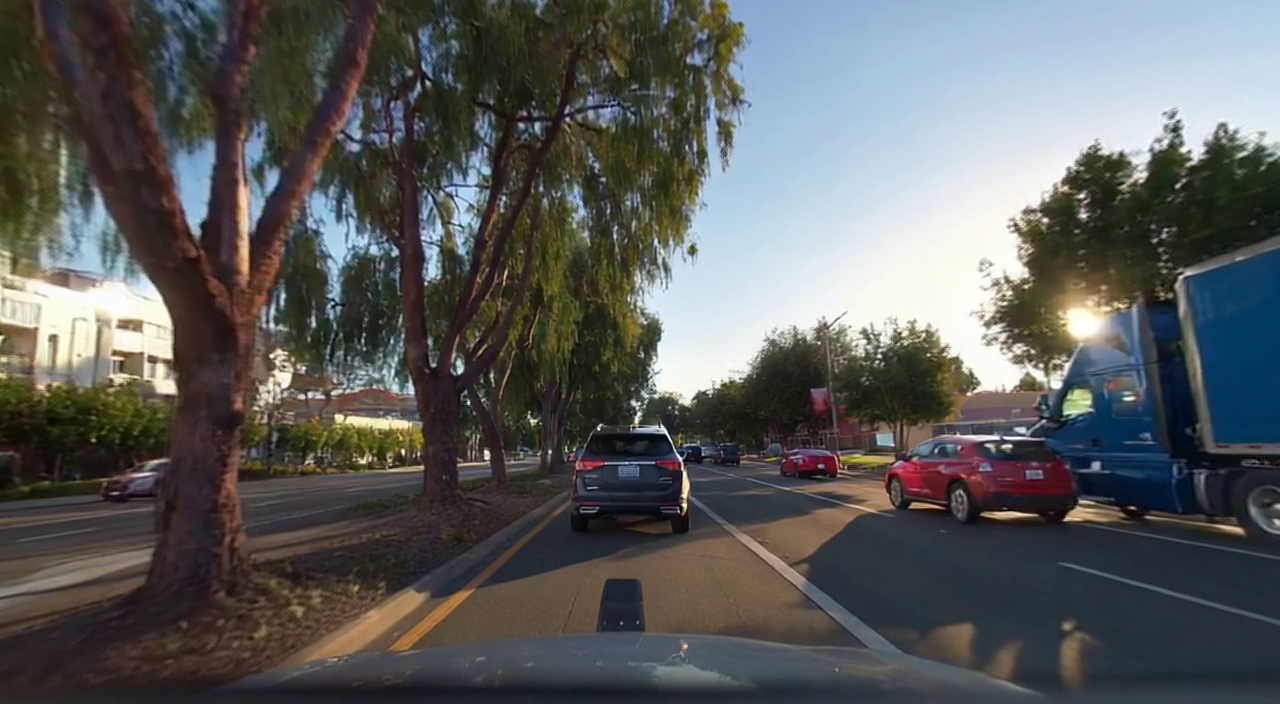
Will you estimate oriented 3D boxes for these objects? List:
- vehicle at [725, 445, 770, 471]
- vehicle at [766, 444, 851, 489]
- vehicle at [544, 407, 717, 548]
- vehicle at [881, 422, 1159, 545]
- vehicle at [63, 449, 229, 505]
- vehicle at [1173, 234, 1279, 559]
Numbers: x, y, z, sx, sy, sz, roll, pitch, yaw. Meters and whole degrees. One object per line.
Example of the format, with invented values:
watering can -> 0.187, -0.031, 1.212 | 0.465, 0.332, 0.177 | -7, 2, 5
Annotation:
vehicle -> 6.533, 6.474, 38.846 | 1.914, 1.523, 4.287 | 0, -9, -1
vehicle -> 6.408, 4.389, 24.559 | 2.035, 1.553, 4.465 | 0, -9, 0
vehicle -> -0.153, 2.001, 10.660 | 2.320, 1.880, 4.192 | 0, -9, -1
vehicle -> 6.181, 2.177, 11.118 | 2.056, 1.703, 4.428 | 0, -9, -1
vehicle -> -19.311, 4.861, 25.156 | 2.302, 1.939, 5.221 | 0, -9, 1
vehicle -> 9.968, -0.512, 1.220 | 2.879, 4.284, 17.334 | 0, -9, 0
